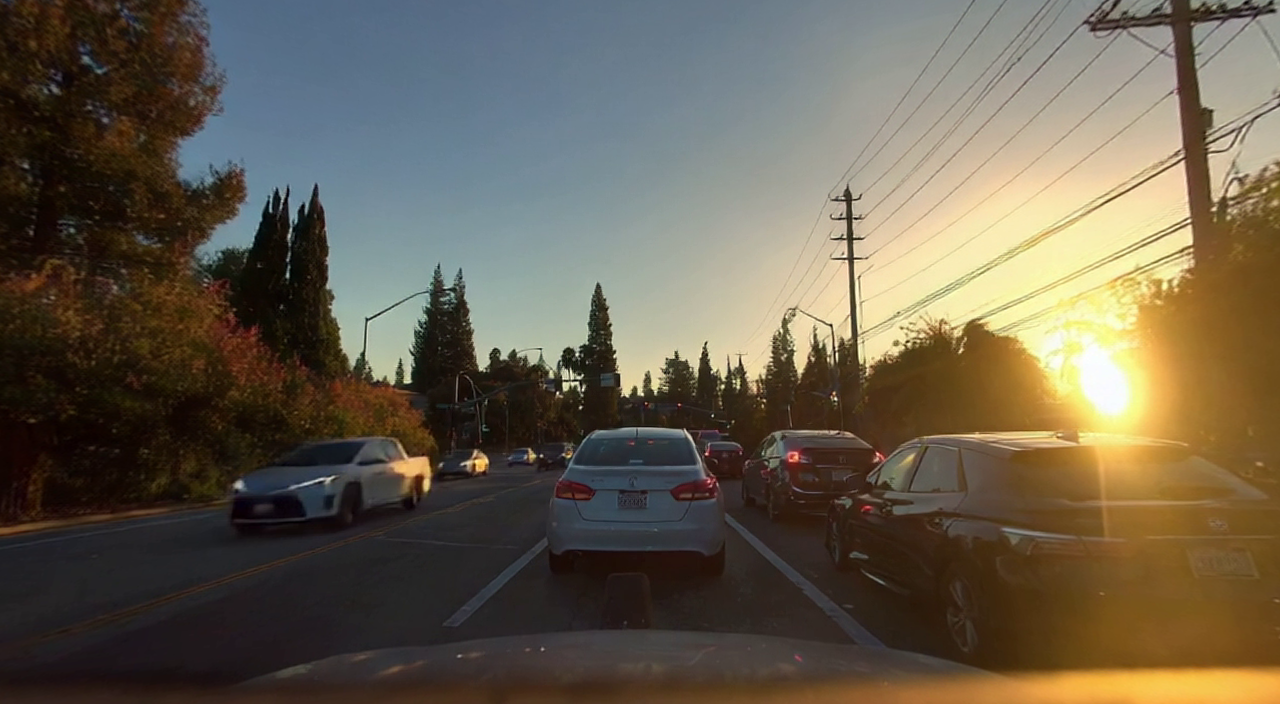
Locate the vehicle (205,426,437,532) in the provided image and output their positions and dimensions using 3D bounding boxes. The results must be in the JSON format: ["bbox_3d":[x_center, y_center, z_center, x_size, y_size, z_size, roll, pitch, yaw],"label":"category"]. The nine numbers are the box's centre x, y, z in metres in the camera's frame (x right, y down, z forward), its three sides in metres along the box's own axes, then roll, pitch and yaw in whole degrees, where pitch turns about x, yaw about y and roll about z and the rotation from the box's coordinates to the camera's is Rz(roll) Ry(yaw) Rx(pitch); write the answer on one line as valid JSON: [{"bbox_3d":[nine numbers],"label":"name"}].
[{"bbox_3d":[-6.147,2.495,13.022,2.253,1.751,4.700,0,-8,1],"label":"vehicle"}]

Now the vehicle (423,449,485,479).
[{"bbox_3d":[-9.709,5.871,33.286,1.921,1.471,4.137,0,-8,1],"label":"vehicle"}]

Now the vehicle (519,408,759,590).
[{"bbox_3d":[0.008,1.663,7.924,2.200,1.653,4.127,0,-8,1],"label":"vehicle"}]

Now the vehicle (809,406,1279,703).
[{"bbox_3d":[2.900,1.306,4.985,1.950,1.487,4.275,0,-8,0],"label":"vehicle"}]
